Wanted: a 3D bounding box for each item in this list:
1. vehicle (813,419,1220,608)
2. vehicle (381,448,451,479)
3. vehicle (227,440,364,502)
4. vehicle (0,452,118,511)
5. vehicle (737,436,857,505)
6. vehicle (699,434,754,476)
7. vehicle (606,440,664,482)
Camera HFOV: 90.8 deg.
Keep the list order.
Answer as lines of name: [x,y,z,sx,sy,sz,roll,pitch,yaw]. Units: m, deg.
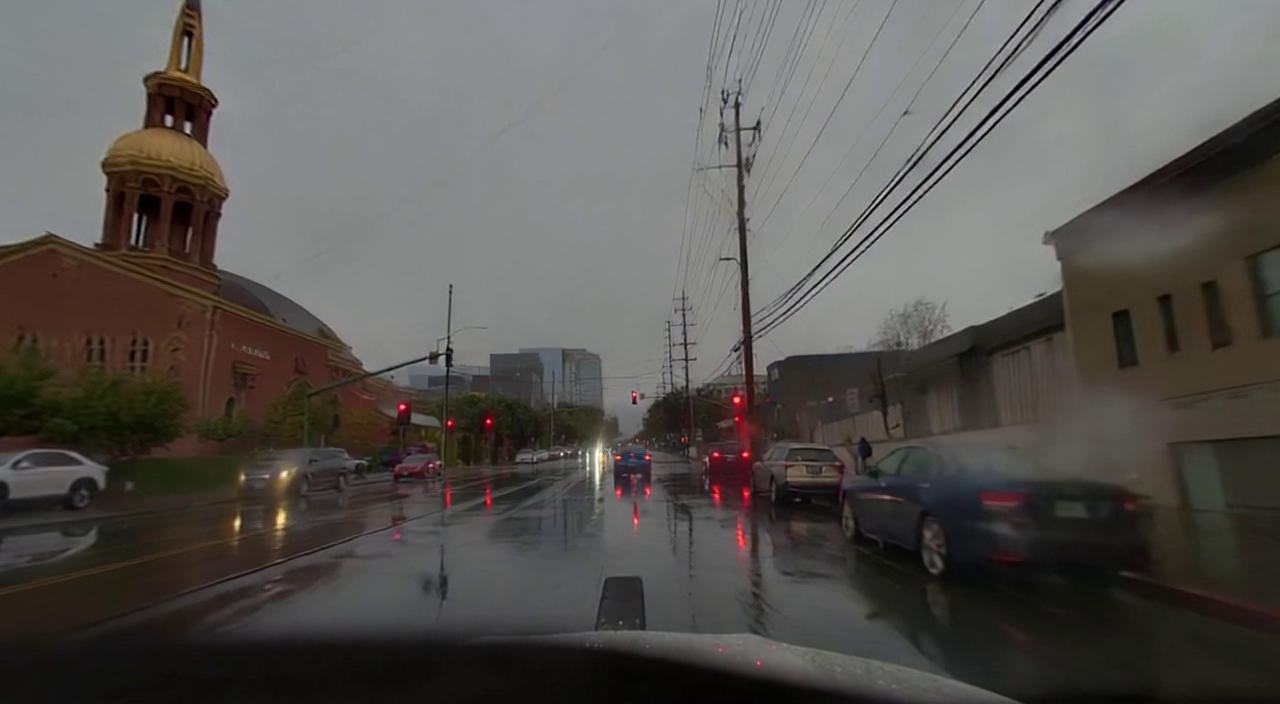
vehicle: [3.783,1.686,7.598,1.944,1.530,4.539,2,-8,-3]
vehicle: [-11.970,5.980,34.143,1.980,1.502,4.655,0,-8,1]
vehicle: [-12.175,4.191,22.845,2.071,1.814,5.185,-5,-8,0]
vehicle: [-18.246,3.790,18.268,4.564,1.503,2.081,-4,-9,2]
vehicle: [3.883,2.981,16.356,2.003,1.524,3.868,0,-8,-2]
vehicle: [3.914,4.752,29.359,2.015,1.780,4.261,0,-8,1]
vehicle: [-0.215,4.134,24.336,2.049,1.453,4.299,0,-8,-1]
